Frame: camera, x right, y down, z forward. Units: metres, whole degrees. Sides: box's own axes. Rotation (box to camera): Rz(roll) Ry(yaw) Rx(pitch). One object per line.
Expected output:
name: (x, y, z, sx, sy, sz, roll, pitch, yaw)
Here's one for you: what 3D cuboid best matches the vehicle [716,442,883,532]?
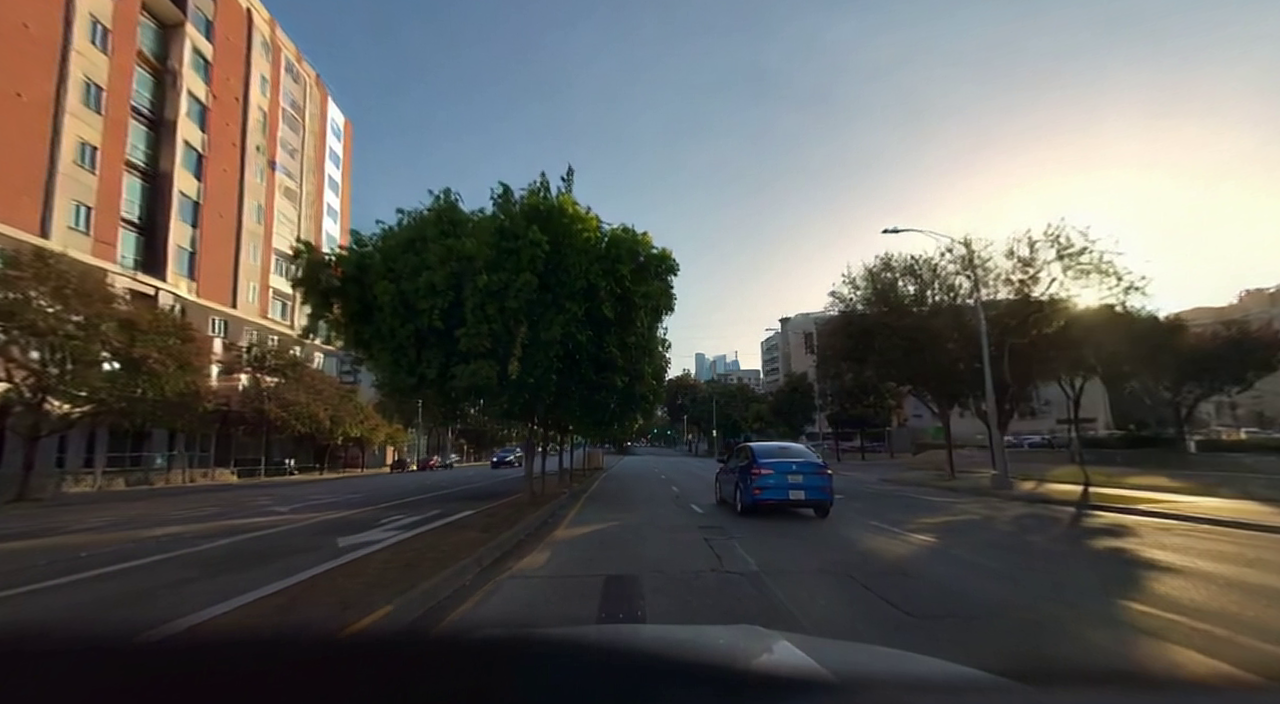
vehicle: (2.901, 2.570, 12.736, 2.015, 1.455, 4.615, 0, -9, -2)
